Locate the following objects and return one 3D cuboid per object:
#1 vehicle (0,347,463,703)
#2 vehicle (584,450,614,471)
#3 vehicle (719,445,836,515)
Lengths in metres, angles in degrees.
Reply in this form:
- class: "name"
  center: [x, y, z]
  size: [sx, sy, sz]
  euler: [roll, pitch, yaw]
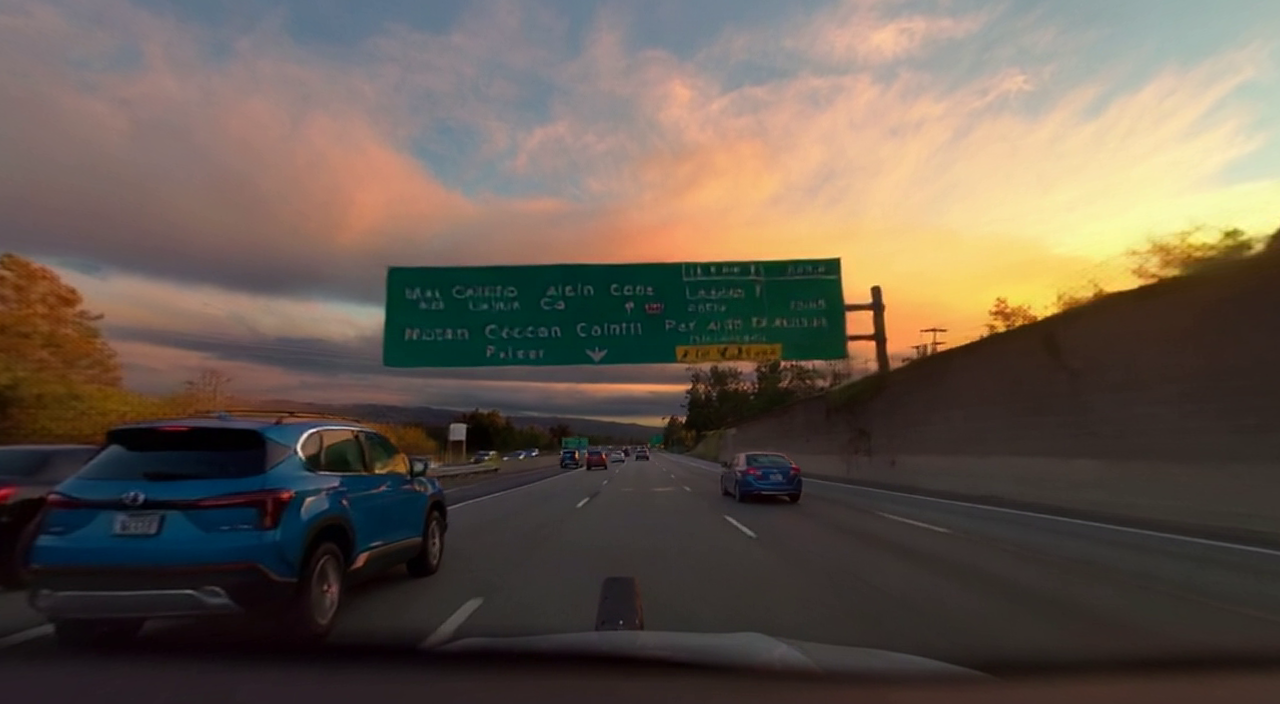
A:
- class: "vehicle"
  center: [-3.154, 1.185, 5.025]
  size: [2.137, 1.756, 4.453]
  euler: [0, -9, 0]
- class: "vehicle"
  center: [-3.191, 8.481, 49.440]
  size: [2.030, 1.563, 4.389]
  euler: [0, -9, 0]
- class: "vehicle"
  center: [3.256, 3.113, 15.846]
  size: [1.979, 1.486, 4.125]
  euler: [1, -9, -1]
